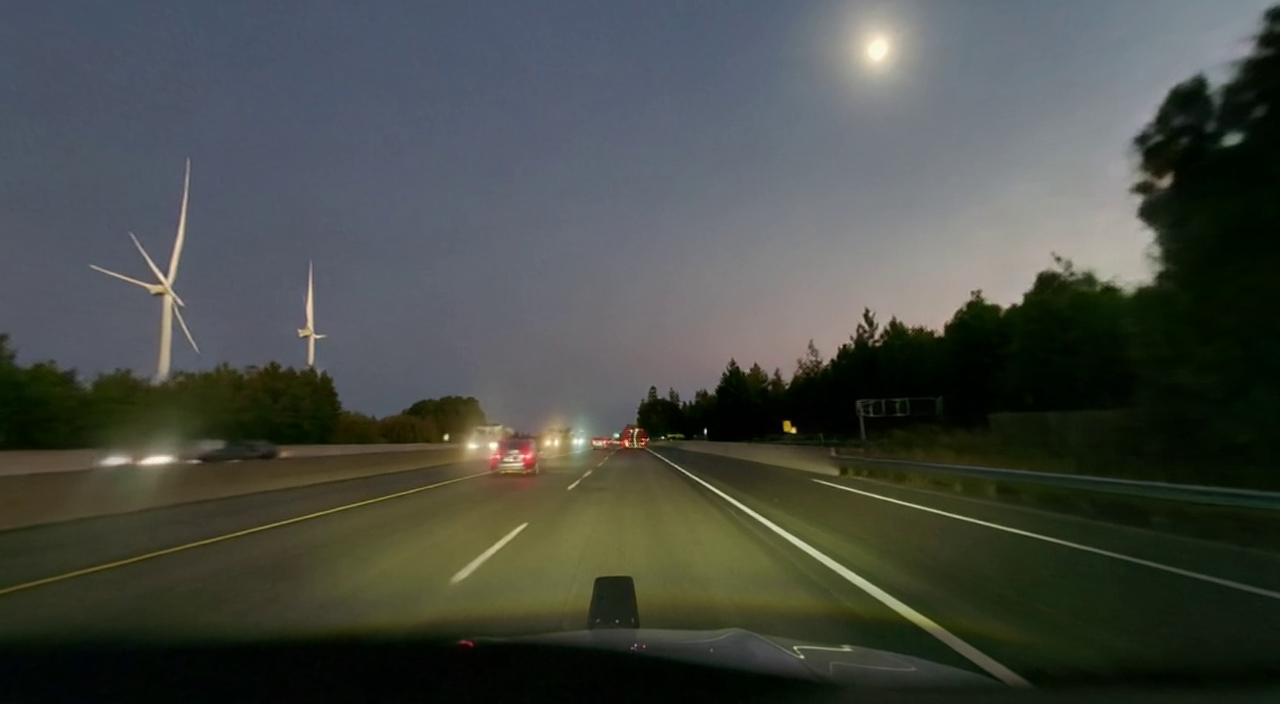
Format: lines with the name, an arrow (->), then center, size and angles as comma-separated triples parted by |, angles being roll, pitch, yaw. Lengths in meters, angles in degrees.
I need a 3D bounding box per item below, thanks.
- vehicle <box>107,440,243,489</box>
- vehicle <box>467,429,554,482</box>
vehicle -> -16.983, 4.074, 23.302 | 1.890, 1.622, 4.117 | 0, -8, -1
vehicle -> -4.066, 3.309, 20.425 | 1.950, 1.511, 3.965 | 0, -8, 0
